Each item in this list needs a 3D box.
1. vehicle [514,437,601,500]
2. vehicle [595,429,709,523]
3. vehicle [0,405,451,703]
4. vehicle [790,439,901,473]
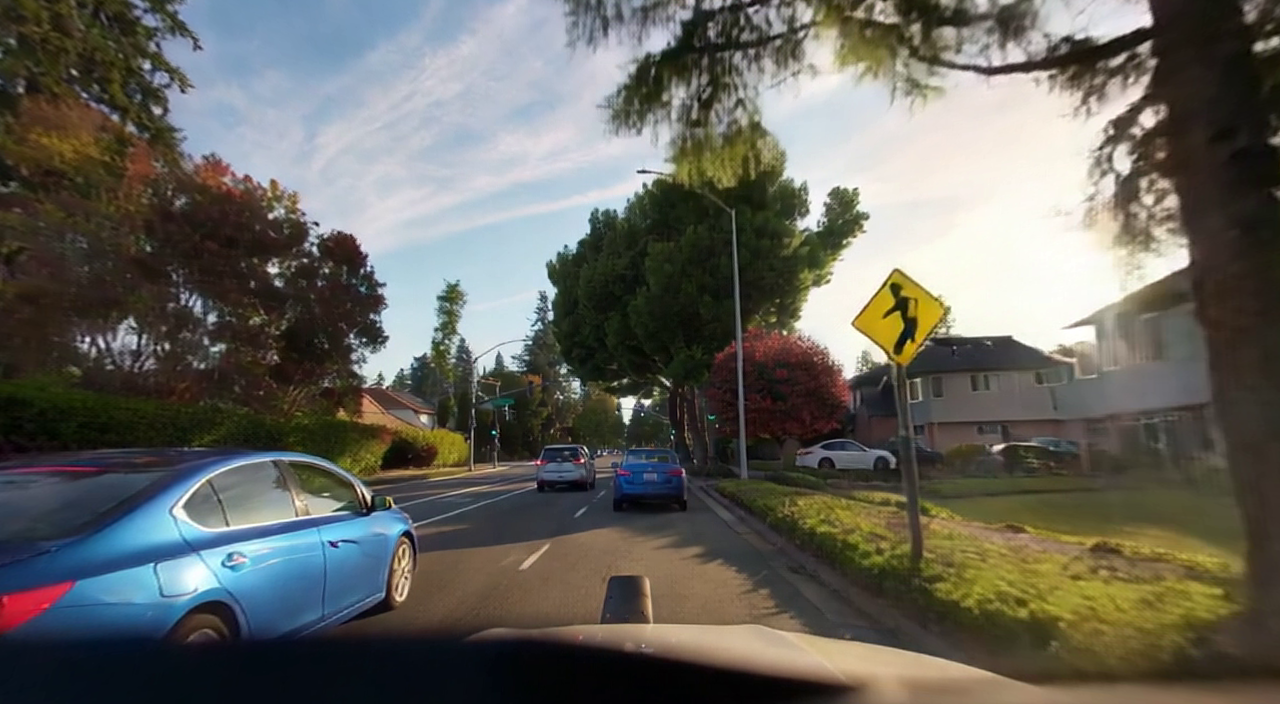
[{"bbox_3d":[-2.455,3.598,19.856,2.000,1.737,4.133,-1,-9,2],"label":"vehicle"},{"bbox_3d":[0.250,2.613,13.751,2.120,1.718,3.909,-1,-9,1],"label":"vehicle"},{"bbox_3d":[-2.841,1.165,3.561,1.968,1.472,4.685,-1,-9,2],"label":"vehicle"},{"bbox_3d":[9.444,4.809,29.204,4.456,1.504,1.914,0,-9,0],"label":"vehicle"}]
